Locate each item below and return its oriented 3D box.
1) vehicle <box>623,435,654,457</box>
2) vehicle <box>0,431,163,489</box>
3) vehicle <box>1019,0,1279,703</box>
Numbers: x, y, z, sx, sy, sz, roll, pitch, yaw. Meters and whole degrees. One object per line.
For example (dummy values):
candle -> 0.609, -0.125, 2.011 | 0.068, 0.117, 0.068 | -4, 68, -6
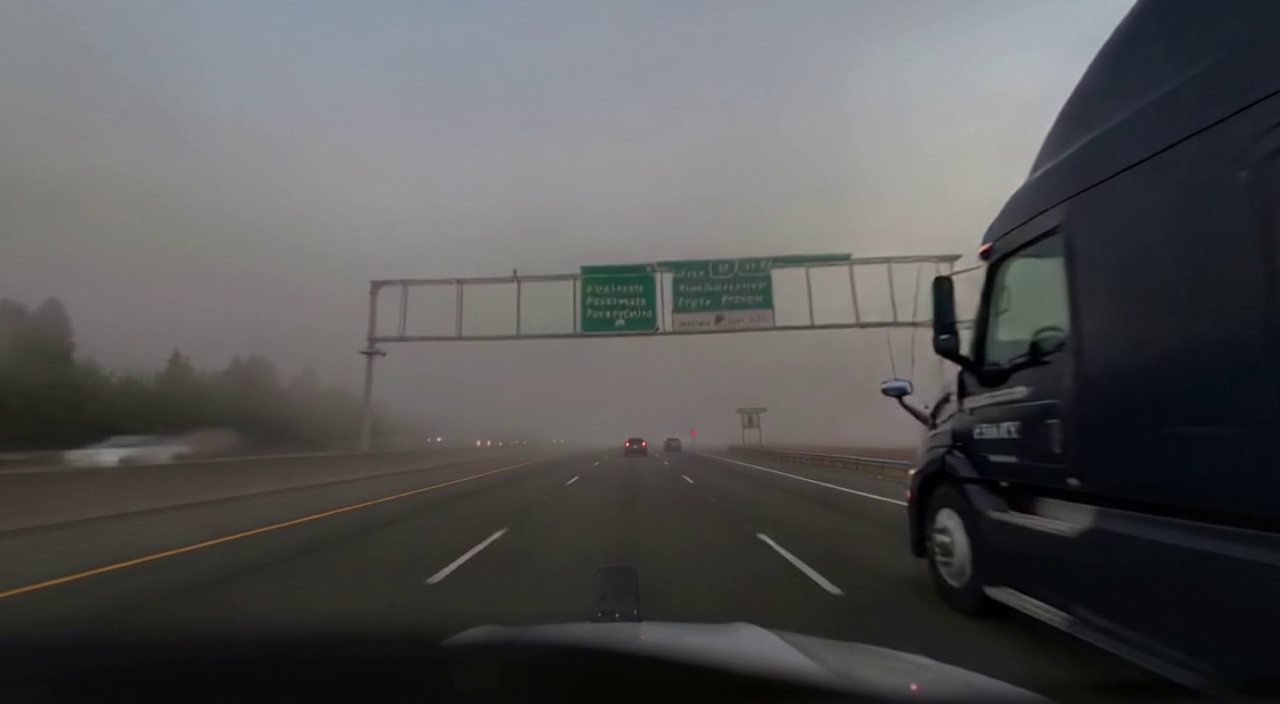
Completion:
vehicle -> -0.094, 6.853, 46.057 | 2.140, 1.475, 3.969 | 0, -8, 0
vehicle -> -18.163, 3.364, 20.177 | 1.934, 1.600, 4.908 | 0, -8, 0
vehicle -> 3.782, -0.395, 0.282 | 3.222, 3.915, 6.030 | 0, -8, -1
